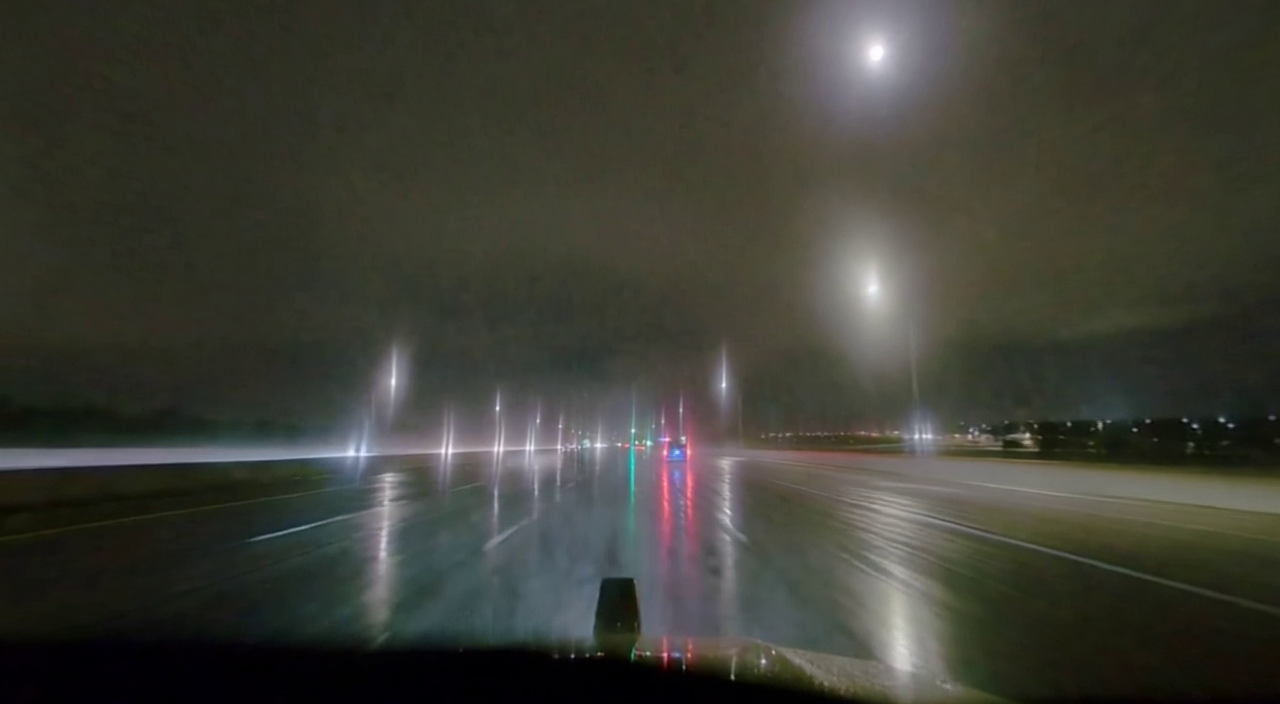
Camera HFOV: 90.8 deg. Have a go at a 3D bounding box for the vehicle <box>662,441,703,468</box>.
[{"bbox_3d":[2.710,6.630,41.064,2.270,1.615,3.770,0,-8,-1],"label":"vehicle"}]
